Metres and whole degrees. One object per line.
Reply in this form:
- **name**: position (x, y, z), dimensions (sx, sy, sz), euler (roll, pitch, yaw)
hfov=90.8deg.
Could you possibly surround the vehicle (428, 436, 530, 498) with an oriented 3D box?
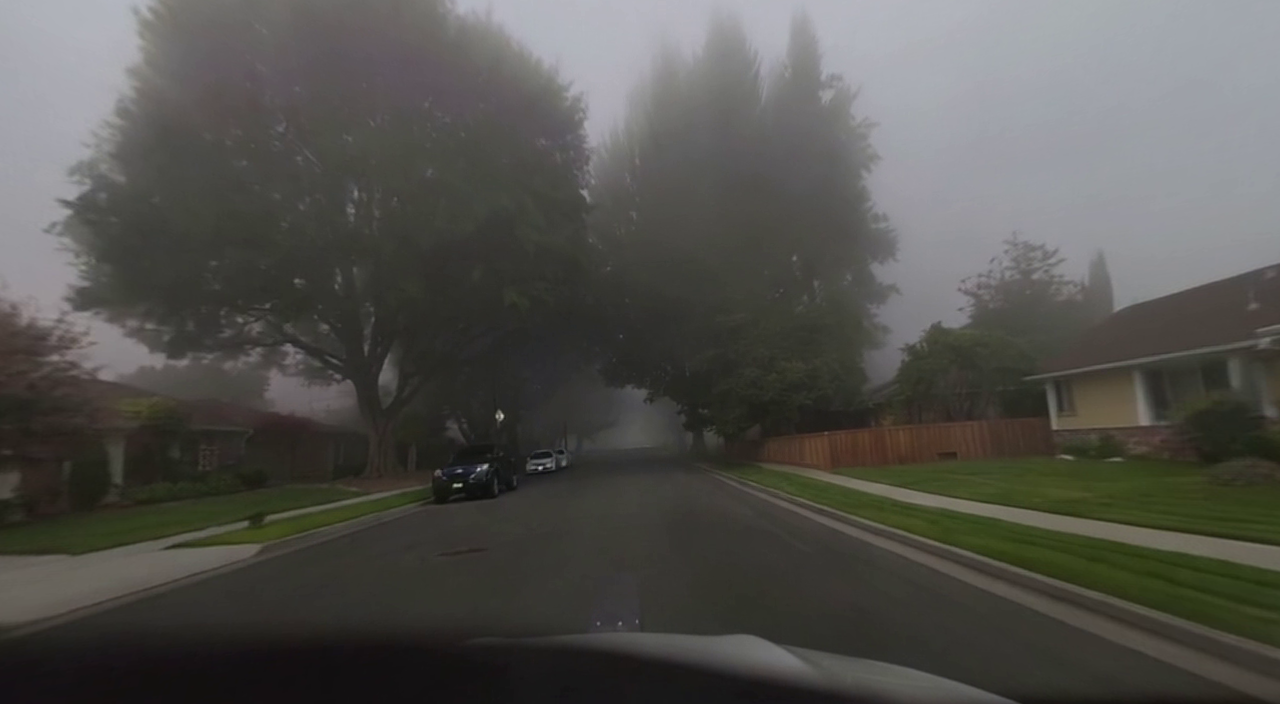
- **vehicle**: position (-5.589, 4.082, 22.865), dimensions (2.341, 1.886, 5.684), euler (-1, -9, -1)

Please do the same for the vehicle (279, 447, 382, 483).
- **vehicle**: position (-16.885, 6.148, 34.637), dimensions (4.546, 1.791, 1.992), euler (-1, -9, -1)

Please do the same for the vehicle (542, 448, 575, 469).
- **vehicle**: position (-5.988, 7.885, 46.915), dimensions (1.901, 1.468, 4.212), euler (-1, -9, 0)
